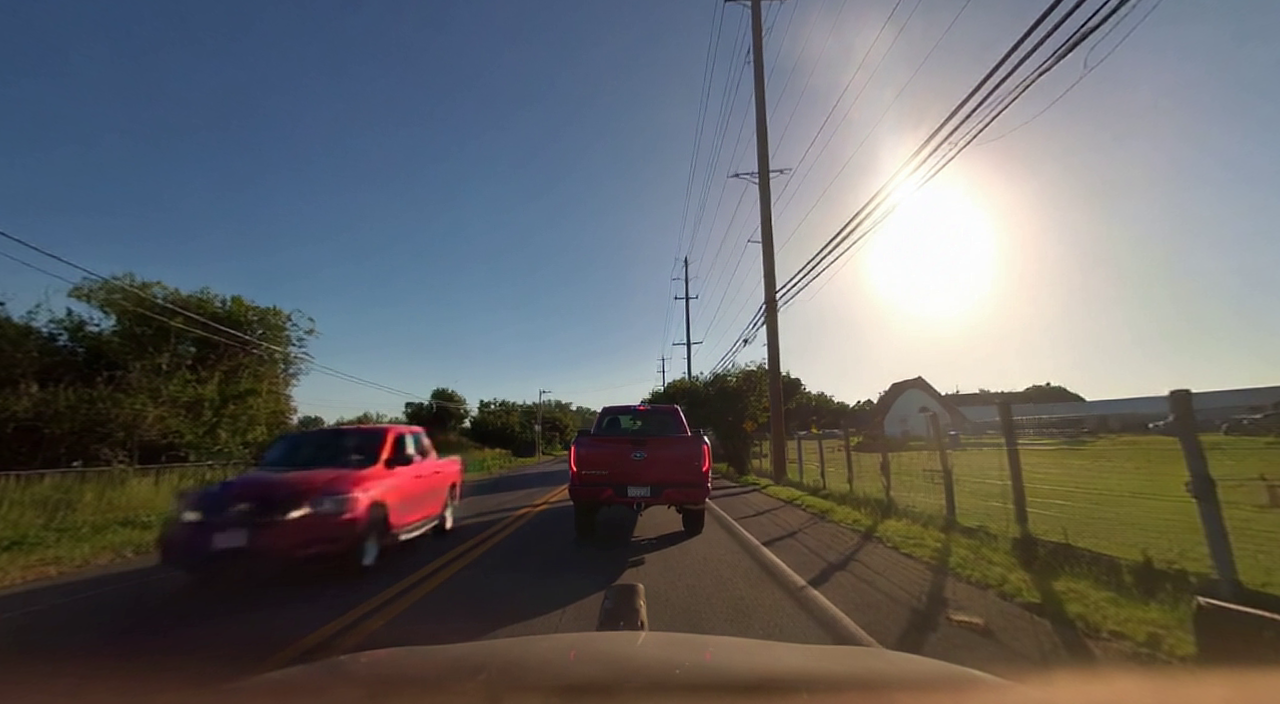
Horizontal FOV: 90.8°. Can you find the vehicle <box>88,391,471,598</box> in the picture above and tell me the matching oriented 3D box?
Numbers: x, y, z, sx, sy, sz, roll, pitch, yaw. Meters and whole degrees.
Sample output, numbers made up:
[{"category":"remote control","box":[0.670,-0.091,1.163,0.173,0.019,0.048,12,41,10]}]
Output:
[{"category":"vehicle","box":[-3.851,1.615,8.047,2.072,1.819,4.707,0,-8,0]}]

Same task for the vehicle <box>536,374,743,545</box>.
[{"category":"vehicle","box":[-0.070,1.830,11.281,2.693,2.223,5.885,0,-8,-1]}]
